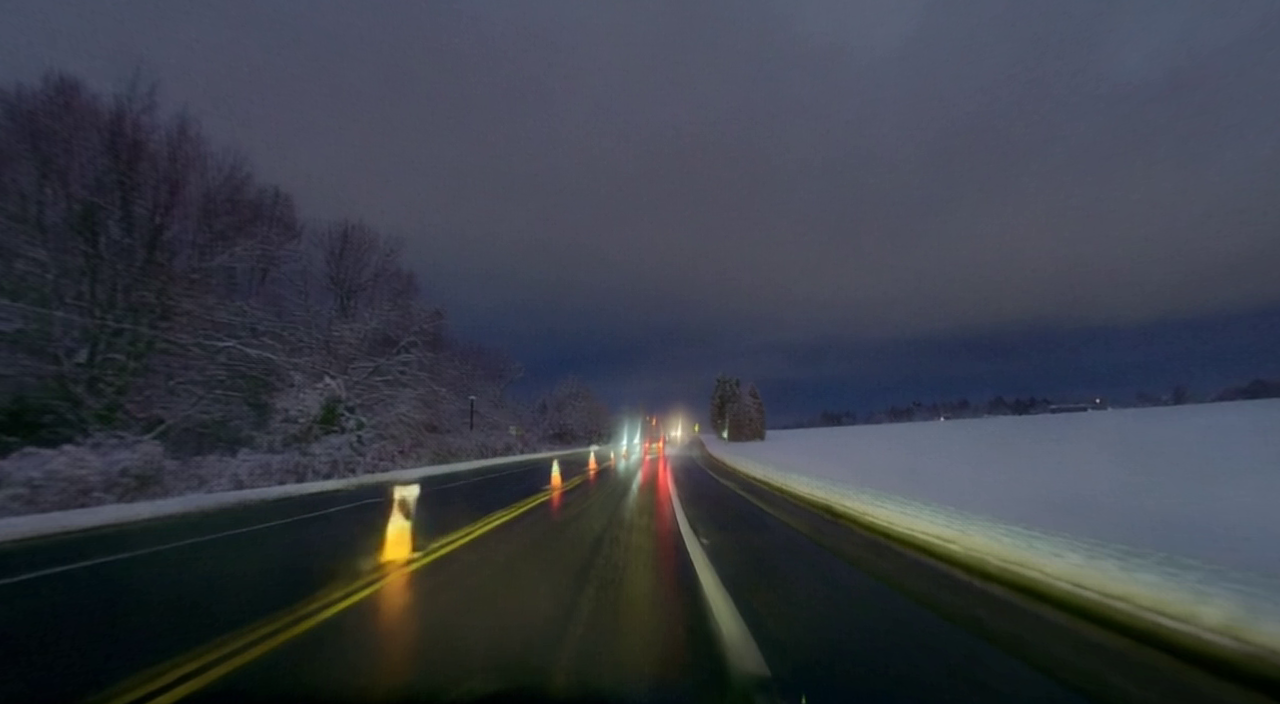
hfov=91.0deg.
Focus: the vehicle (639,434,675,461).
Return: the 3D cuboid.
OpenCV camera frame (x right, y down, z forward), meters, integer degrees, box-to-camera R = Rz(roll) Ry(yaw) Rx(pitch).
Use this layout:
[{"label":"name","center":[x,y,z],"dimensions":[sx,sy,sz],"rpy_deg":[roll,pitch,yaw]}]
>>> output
[{"label":"vehicle","center":[1.067,5.772,37.976],"dimensions":[2.042,1.489,3.963],"rpy_deg":[-1,-9,3]}]
